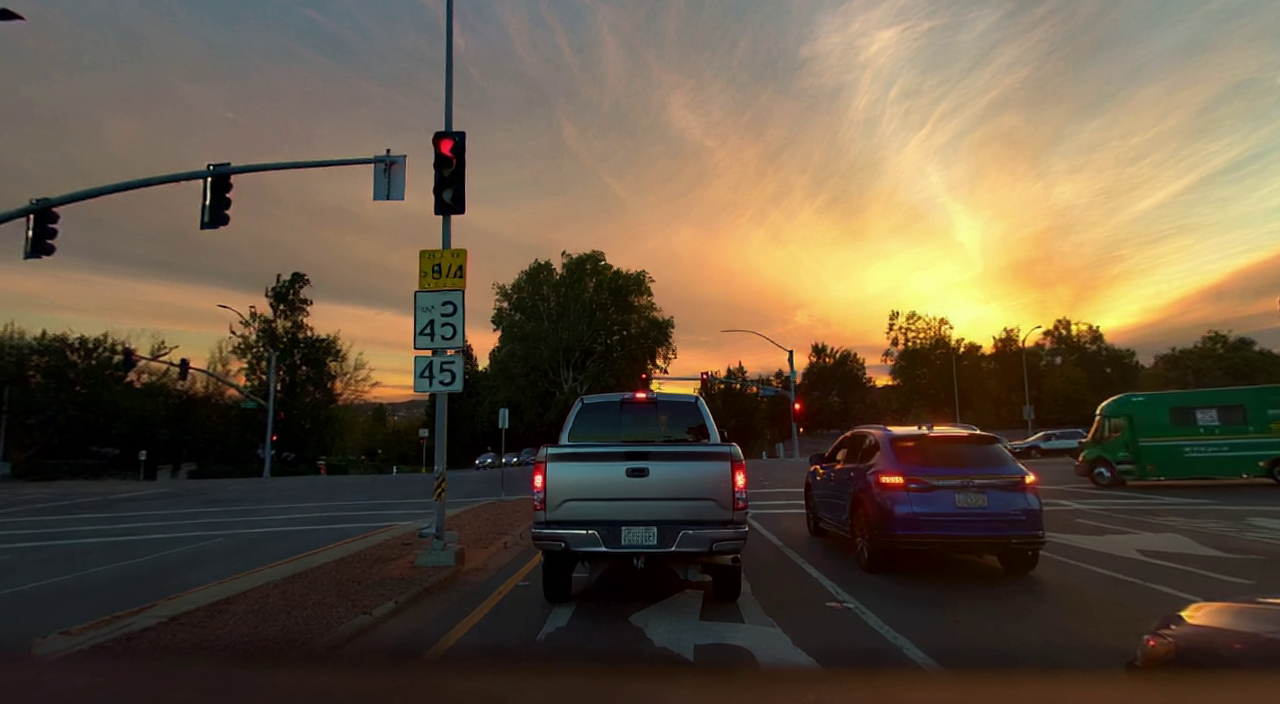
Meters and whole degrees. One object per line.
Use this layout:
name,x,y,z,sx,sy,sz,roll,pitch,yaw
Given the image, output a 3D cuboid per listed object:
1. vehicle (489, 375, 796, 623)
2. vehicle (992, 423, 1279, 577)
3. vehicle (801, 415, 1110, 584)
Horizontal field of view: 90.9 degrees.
vehicle,0.051,1.475,7.354,2.326,1.880,4.964,0,-8,1
vehicle,6.839,1.745,8.265,1.973,1.470,4.228,0,-8,0
vehicle,3.581,1.726,8.185,1.981,1.616,4.006,0,-8,1
